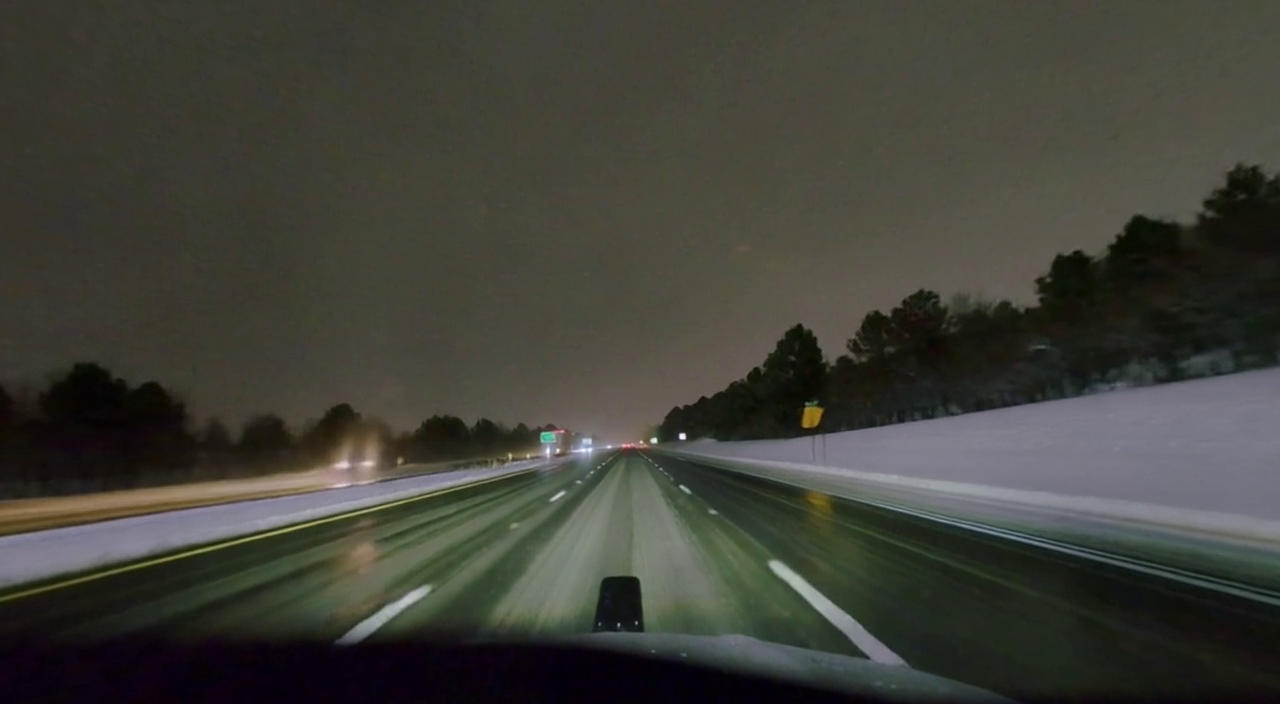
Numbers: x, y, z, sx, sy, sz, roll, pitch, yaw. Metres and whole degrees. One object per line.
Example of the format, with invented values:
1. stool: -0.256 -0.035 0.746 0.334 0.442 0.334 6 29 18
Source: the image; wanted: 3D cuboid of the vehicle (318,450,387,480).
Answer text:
1. vehicle: -16.826 6.591 36.913 1.922 1.631 4.565 0 -9 -1
